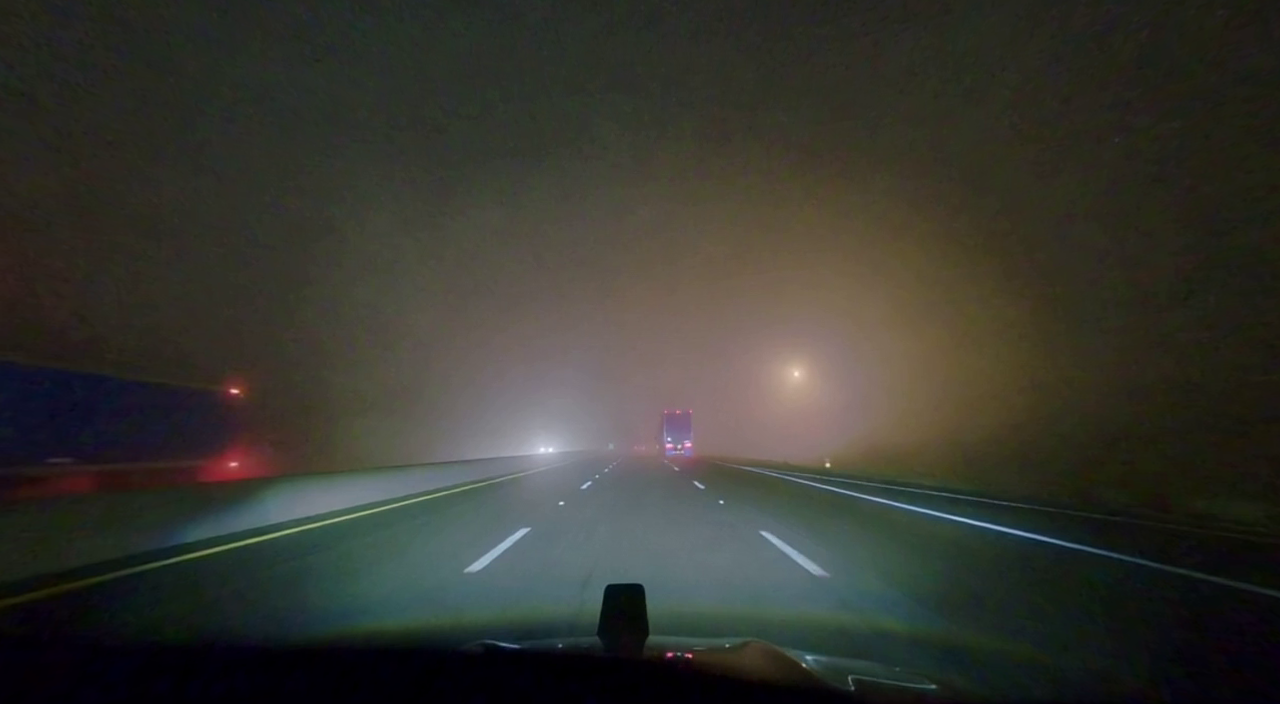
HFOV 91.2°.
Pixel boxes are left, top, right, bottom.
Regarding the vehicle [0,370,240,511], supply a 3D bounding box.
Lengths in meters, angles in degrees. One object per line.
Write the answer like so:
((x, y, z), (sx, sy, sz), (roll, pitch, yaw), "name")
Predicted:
((-18.878, 3.197, 22.604), (2.976, 4.034, 8.952), (0, -9, 0), "vehicle")
